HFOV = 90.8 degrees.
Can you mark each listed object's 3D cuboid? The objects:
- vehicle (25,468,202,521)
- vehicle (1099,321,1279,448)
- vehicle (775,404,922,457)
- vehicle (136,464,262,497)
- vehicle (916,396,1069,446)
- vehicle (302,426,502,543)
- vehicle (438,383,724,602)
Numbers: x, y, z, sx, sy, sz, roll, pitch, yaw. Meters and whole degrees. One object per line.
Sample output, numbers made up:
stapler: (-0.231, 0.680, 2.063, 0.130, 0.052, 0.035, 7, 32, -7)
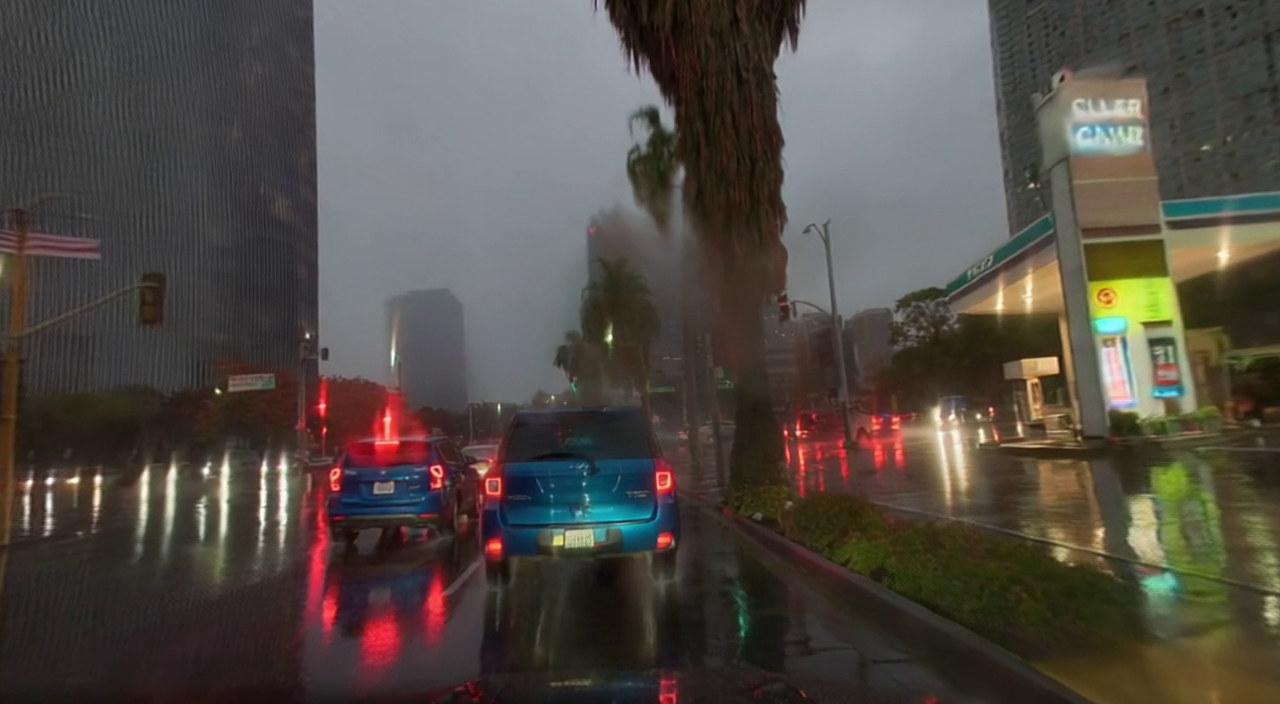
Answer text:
vehicle: (-19.101, 5.138, 23.066, 4.660, 1.708, 2.331, -2, -8, 9)
vehicle: (10.281, 0.619, 10.013, 4.420, 1.766, 2.104, 1, -8, -6)
vehicle: (8.531, 3.270, 26.158, 5.307, 2.076, 2.122, 1, -8, -6)
vehicle: (-24.532, 7.175, 35.354, 5.241, 1.634, 2.284, 1, -8, -7)
vehicle: (14.642, 2.917, 26.458, 5.033, 1.999, 2.259, 0, -8, -3)
vehicle: (-4.050, 2.313, 11.860, 2.097, 1.692, 5.030, 0, -8, -4)
vehicle: (-0.677, 1.588, 8.105, 2.519, 1.913, 4.819, 0, -8, -4)
